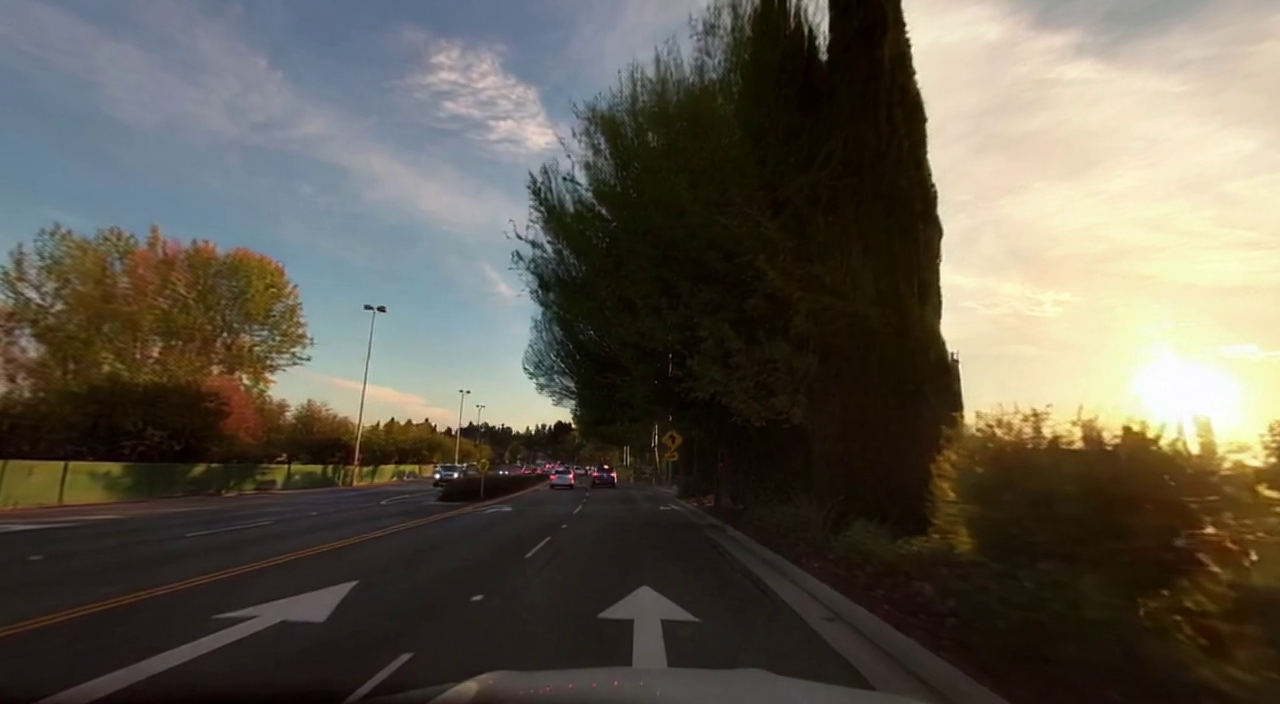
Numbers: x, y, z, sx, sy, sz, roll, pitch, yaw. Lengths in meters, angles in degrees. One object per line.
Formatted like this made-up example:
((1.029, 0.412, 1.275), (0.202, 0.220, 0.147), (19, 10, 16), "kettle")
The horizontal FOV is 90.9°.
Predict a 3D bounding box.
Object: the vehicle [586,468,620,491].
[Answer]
((-2.660, 8.976, 44.582), (2.129, 1.471, 4.258), (2, -10, -6), "vehicle")
